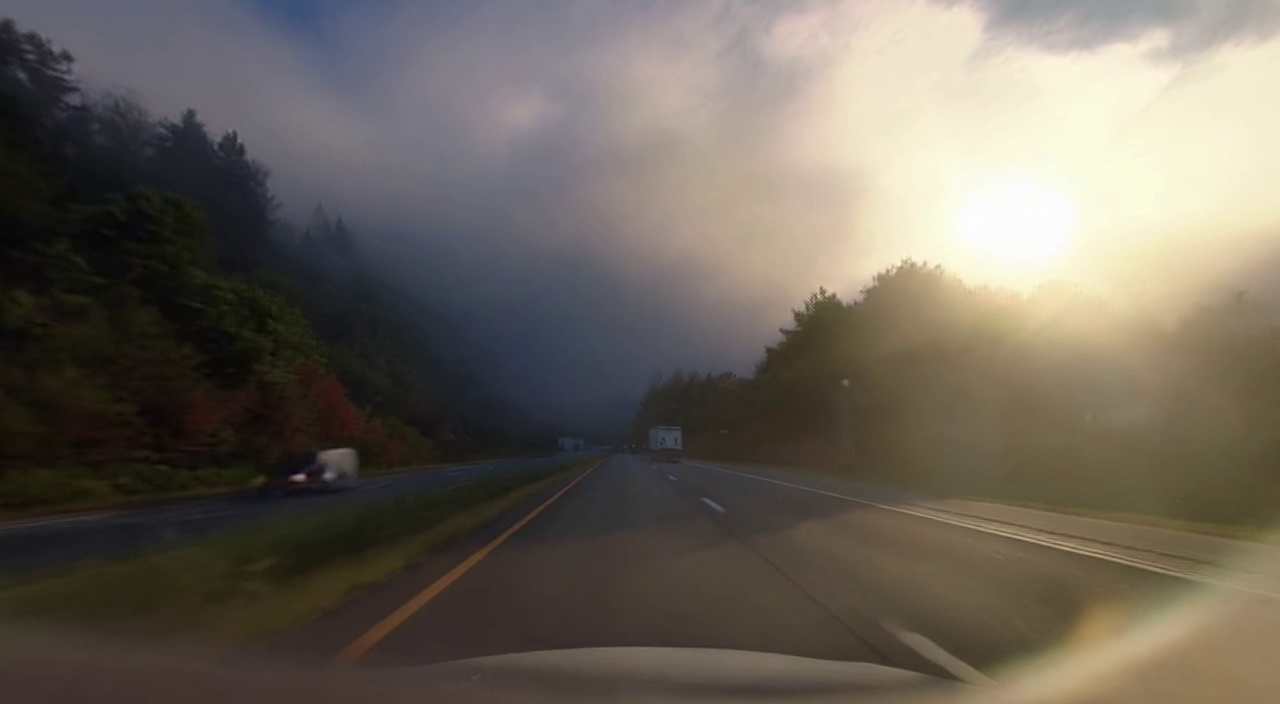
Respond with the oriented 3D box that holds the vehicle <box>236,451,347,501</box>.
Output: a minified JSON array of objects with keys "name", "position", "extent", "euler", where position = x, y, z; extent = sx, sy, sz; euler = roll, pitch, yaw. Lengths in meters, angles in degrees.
[{"name":"vehicle","position":[-12.897,4.572,23.623],"extent":[1.989,1.612,3.884],"euler":[0,-8,-1]}]
